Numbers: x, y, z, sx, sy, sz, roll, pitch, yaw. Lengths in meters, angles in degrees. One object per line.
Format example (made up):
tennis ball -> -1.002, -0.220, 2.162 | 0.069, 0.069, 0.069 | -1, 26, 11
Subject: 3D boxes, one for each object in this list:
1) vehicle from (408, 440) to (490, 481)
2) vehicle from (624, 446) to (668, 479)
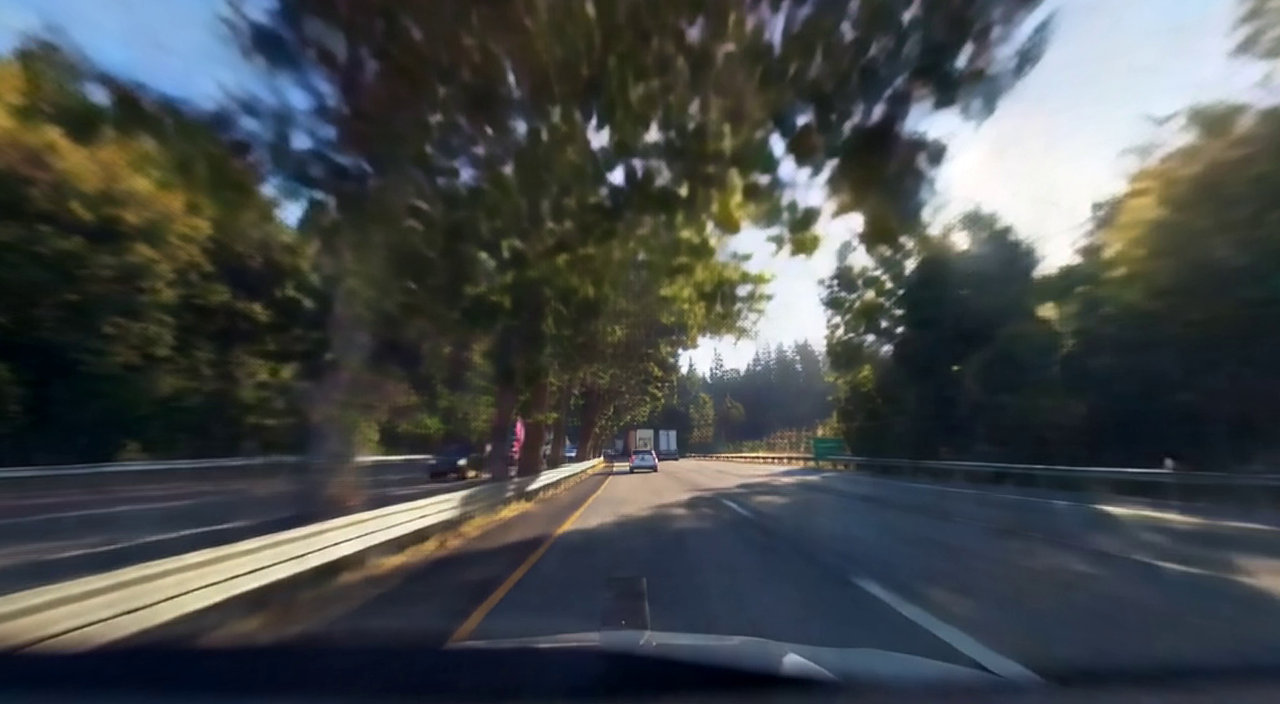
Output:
vehicle -> -7.534, 4.340, 25.364 | 1.978, 1.485, 4.330 | 0, -9, 0
vehicle -> 0.233, 5.443, 31.384 | 2.069, 1.523, 4.012 | 0, -9, -2
